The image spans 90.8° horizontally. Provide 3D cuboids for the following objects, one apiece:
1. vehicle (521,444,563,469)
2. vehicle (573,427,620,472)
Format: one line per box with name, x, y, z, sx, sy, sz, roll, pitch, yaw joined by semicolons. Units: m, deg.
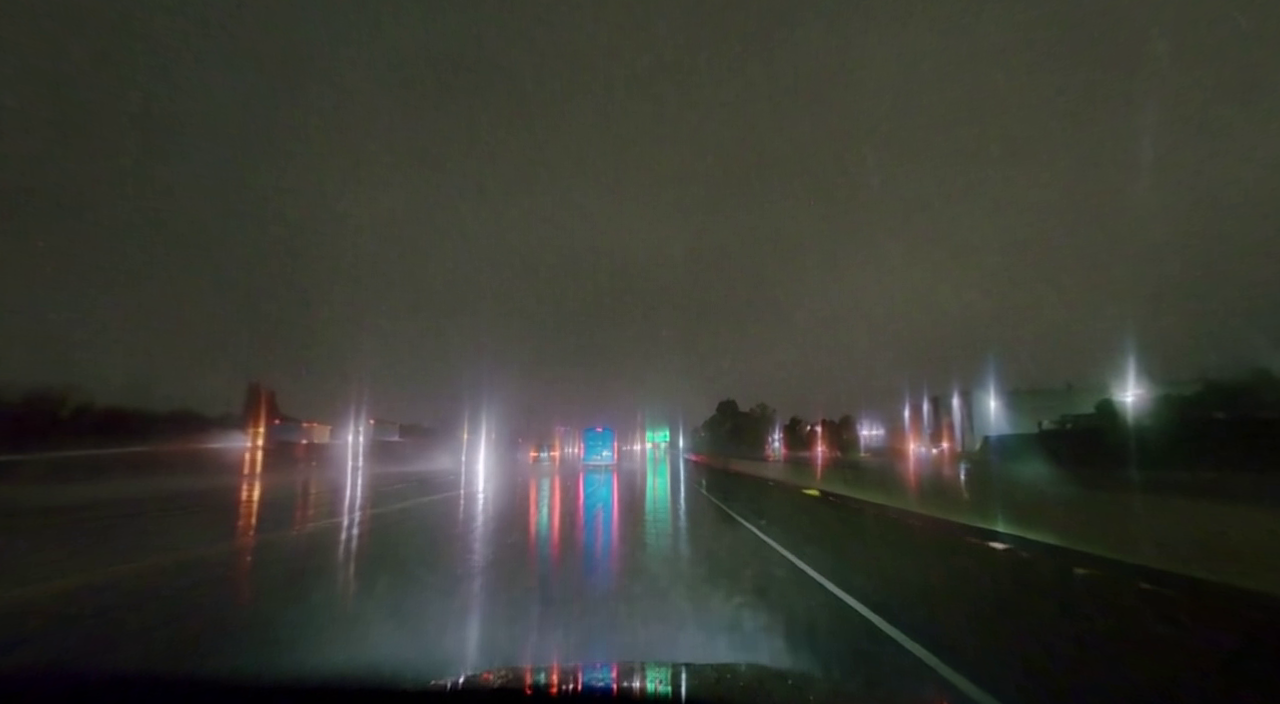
vehicle;-6.767;7.297;44.065;2.164;1.664;4.252;0;-9;1
vehicle;-2.572;6.073;39.187;2.437;2.565;5.829;0;-9;1
